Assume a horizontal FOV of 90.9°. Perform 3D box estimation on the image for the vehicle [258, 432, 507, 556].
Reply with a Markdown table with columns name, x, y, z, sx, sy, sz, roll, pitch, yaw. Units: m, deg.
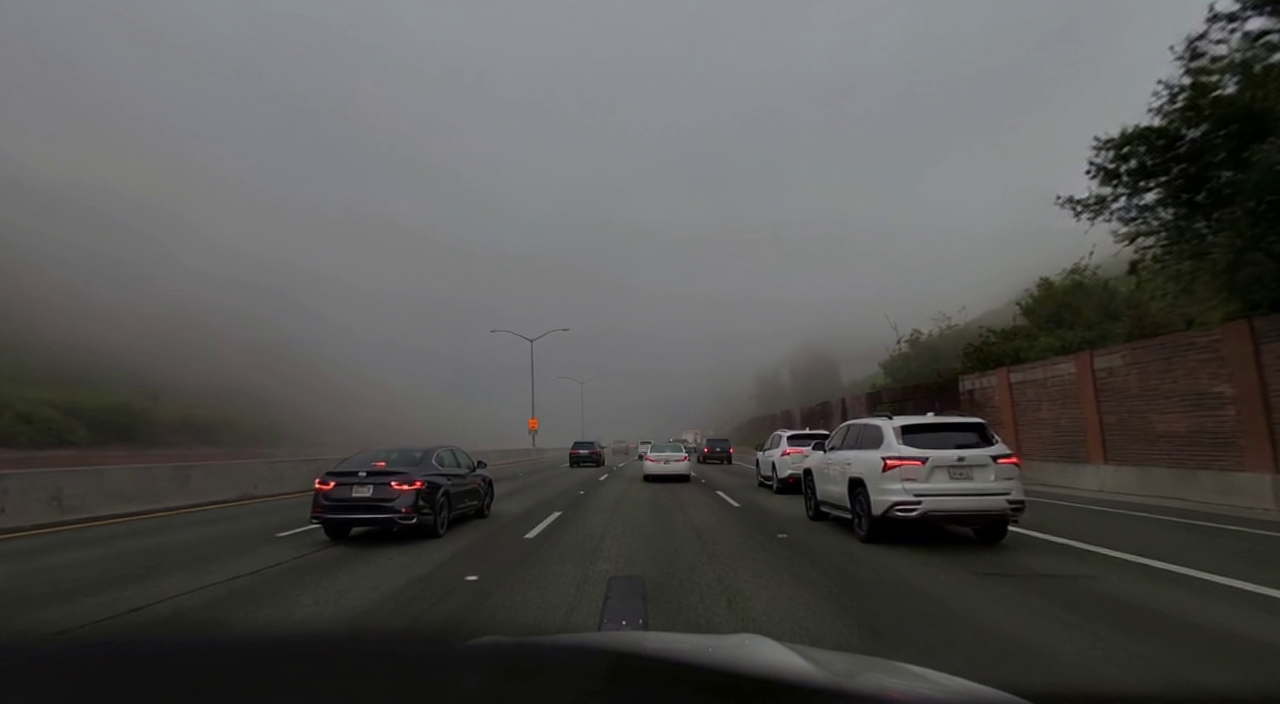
| name | x | y | z | sx | sy | sz | roll | pitch | yaw |
| --- | --- | --- | --- | --- | --- | --- | --- | --- | --- |
| vehicle | -3.523 | 2.008 | 9.717 | 1.961 | 1.456 | 4.362 | 0 | -8 | 1 |

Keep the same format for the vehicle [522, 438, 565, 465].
| name | x | y | z | sx | sy | sz | roll | pitch | yaw |
| --- | --- | --- | --- | --- | --- | --- | --- | --- | --- |
| vehicle | -6.695 | 6.939 | 44.161 | 2.055 | 1.751 | 4.825 | 0 | -8 | 3 |

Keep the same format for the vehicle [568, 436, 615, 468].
| name | x | y | z | sx | sy | sz | roll | pitch | yaw |
| --- | --- | --- | --- | --- | --- | --- | --- | --- | --- |
| vehicle | -2.779 | 5.874 | 37.236 | 2.154 | 1.793 | 4.736 | 0 | -8 | 3 |

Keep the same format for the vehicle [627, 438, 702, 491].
| name | x | y | z | sx | sy | sz | roll | pitch | yaw |
| --- | --- | --- | --- | --- | --- | --- | --- | --- | --- |
| vehicle | 0.708 | 3.449 | 19.762 | 2.105 | 1.471 | 3.978 | 0 | -8 | 0 |

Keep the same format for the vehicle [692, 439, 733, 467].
| name | x | y | z | sx | sy | sz | roll | pitch | yaw |
| --- | --- | --- | --- | --- | --- | --- | --- | --- | --- |
| vehicle | 4.091 | 5.747 | 36.138 | 1.855 | 1.513 | 3.915 | 0 | -8 | 0 |

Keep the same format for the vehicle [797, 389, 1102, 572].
| name | x | y | z | sx | sy | sz | roll | pitch | yaw |
| --- | --- | --- | --- | --- | --- | --- | --- | --- | --- |
| vehicle | 3.664 | 1.605 | 8.593 | 1.930 | 1.831 | 4.344 | 0 | -8 | 0 |
